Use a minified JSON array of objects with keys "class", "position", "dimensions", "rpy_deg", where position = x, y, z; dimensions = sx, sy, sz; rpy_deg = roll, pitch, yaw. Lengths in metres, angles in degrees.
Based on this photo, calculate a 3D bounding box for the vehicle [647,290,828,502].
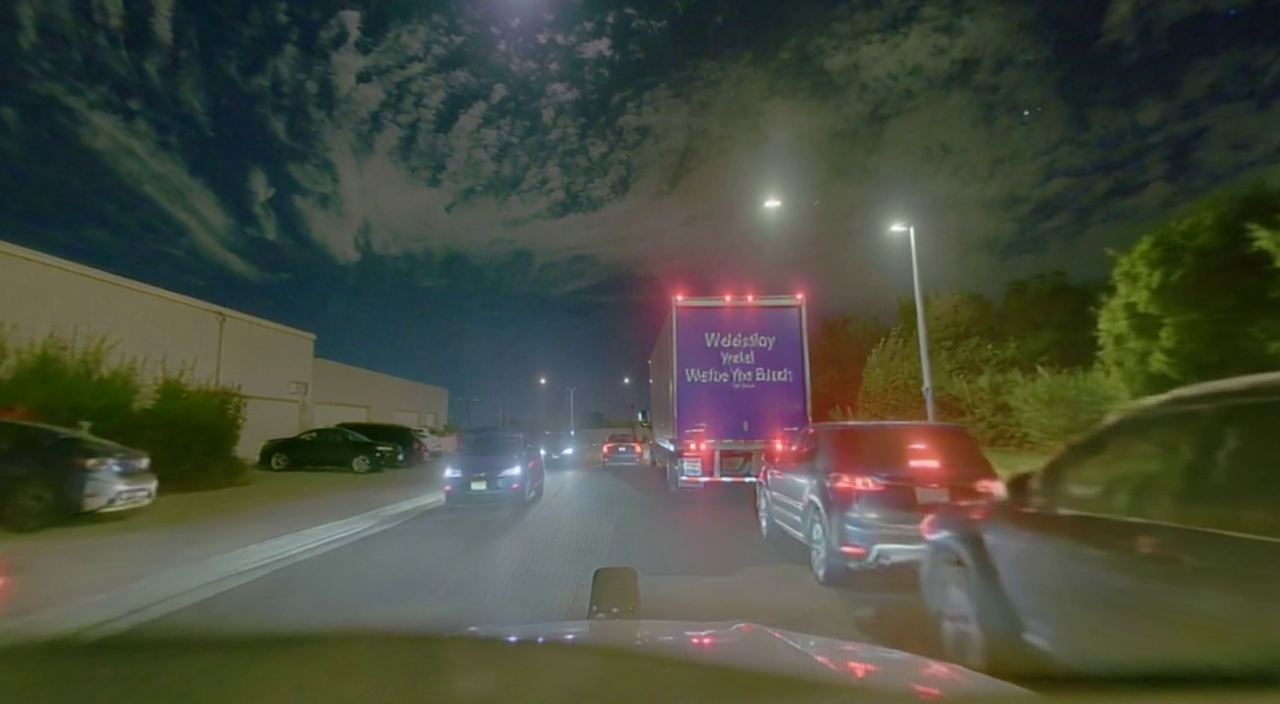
[{"class":"vehicle","position":[1.956,1.795,19.435],"dimensions":[2.865,4.113,14.471],"rpy_deg":[0,-8,-2]}]

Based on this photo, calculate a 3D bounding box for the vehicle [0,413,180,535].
[{"class":"vehicle","position":[-9.028,1.595,8.505],"dimensions":[4.102,1.455,1.870],"rpy_deg":[0,-8,-1]}]

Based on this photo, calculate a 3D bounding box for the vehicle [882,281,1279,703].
[{"class":"vehicle","position":[2.453,0.685,1.577],"dimensions":[1.875,1.674,4.231],"rpy_deg":[0,-8,-2]}]

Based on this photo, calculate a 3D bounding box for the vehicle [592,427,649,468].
[{"class":"vehicle","position":[-0.700,3.889,25.841],"dimensions":[2.160,1.498,3.909],"rpy_deg":[0,-8,1]}]

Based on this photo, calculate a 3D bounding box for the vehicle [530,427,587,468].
[{"class":"vehicle","position":[-3.172,3.808,25.259],"dimensions":[1.780,1.488,4.043],"rpy_deg":[0,-8,-1]}]

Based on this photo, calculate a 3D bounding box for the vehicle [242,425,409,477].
[{"class":"vehicle","position":[-9.338,2.961,19.021],"dimensions":[4.015,1.461,1.903],"rpy_deg":[1,-8,-5]}]

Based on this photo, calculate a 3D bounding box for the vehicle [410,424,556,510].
[{"class":"vehicle","position":[-3.088,2.347,13.408],"dimensions":[2.033,1.508,4.298],"rpy_deg":[0,-8,-1]}]
